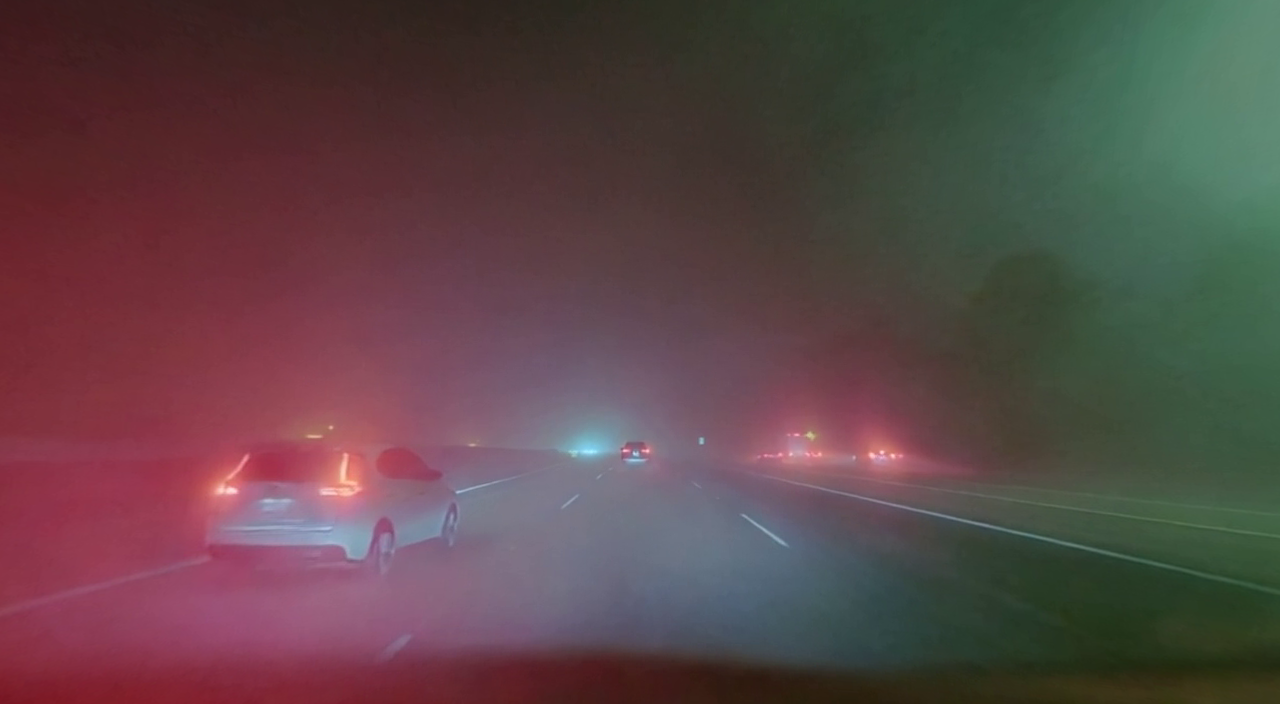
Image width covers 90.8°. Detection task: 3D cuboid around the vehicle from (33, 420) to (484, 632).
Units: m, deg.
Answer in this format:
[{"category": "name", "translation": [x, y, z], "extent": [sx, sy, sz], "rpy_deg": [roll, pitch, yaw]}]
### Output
[{"category": "vehicle", "translation": [-3.490, 1.687, 7.300], "extent": [2.140, 1.574, 4.946], "rpy_deg": [0, -9, 0]}]

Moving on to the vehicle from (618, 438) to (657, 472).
[{"category": "vehicle", "translation": [-0.178, 6.271, 38.741], "extent": [2.269, 1.924, 4.596], "rpy_deg": [0, -9, -1]}]
